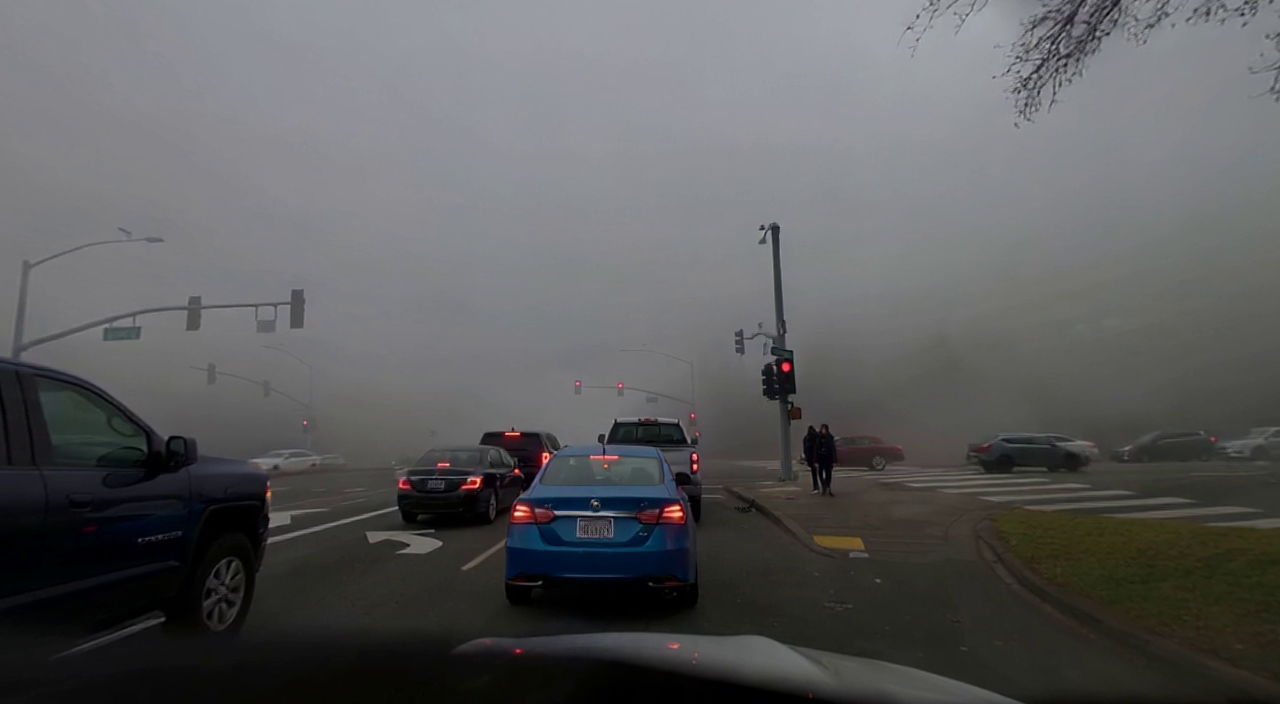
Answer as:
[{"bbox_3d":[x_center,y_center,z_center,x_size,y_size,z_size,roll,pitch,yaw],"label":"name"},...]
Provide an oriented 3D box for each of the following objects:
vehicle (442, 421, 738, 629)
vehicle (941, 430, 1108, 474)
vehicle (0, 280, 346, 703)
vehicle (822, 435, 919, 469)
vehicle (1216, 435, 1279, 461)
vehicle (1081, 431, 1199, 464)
[{"bbox_3d":[-0.357,1.598,6.873,2.144,1.497,4.446,0,-9,0],"label":"vehicle"},{"bbox_3d":[15.158,3.993,25.192,5.192,1.620,2.072,-2,-9,13],"label":"vehicle"},{"bbox_3d":[-3.684,0.745,2.842,2.202,1.961,4.980,0,-9,1],"label":"vehicle"},{"bbox_3d":[12.229,5.328,33.638,4.394,1.724,1.886,0,-9,1],"label":"vehicle"},{"bbox_3d":[36.364,5.509,36.153,4.643,1.464,1.840,-1,-9,3],"label":"vehicle"},{"bbox_3d":[29.051,5.560,36.725,4.967,1.794,2.044,-1,-9,2],"label":"vehicle"}]
